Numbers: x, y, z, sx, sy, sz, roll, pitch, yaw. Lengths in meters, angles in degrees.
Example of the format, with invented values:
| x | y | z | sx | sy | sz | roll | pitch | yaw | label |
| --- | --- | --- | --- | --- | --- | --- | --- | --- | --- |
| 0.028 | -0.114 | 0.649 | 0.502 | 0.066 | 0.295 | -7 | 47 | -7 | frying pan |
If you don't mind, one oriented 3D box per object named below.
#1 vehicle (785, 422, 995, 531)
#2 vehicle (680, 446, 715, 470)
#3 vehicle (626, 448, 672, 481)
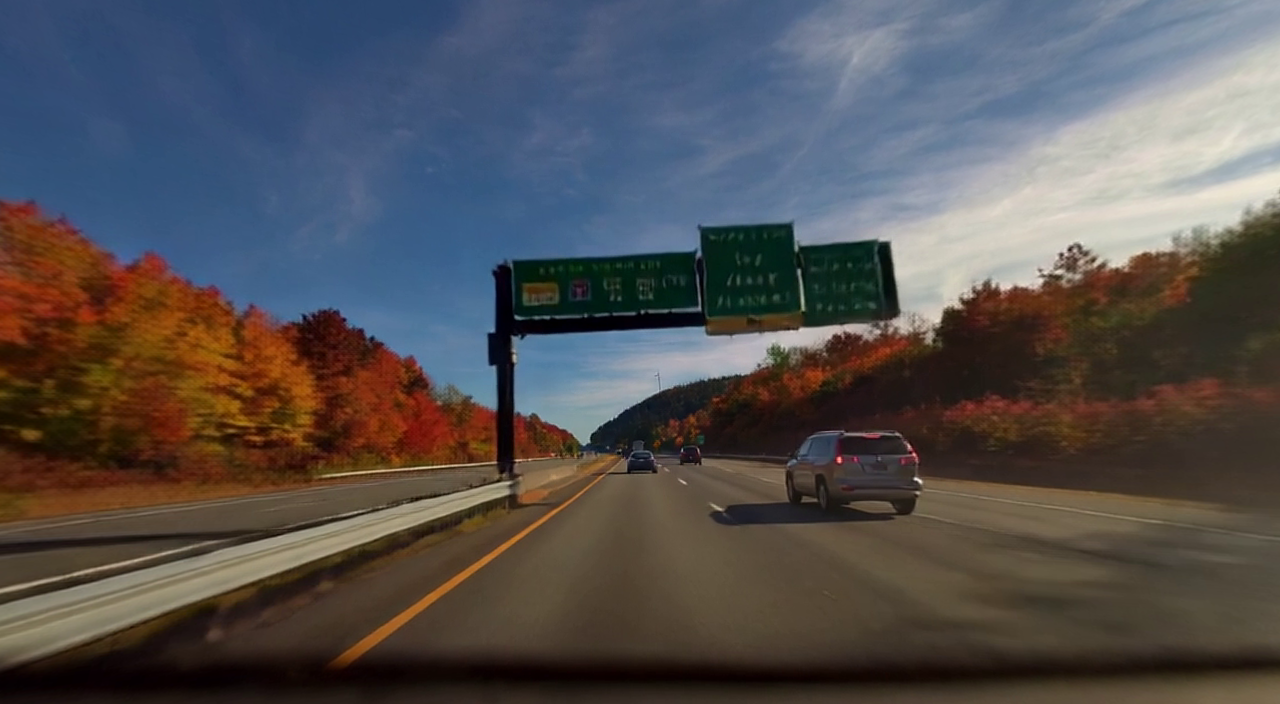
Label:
| x | y | z | sx | sy | sz | roll | pitch | yaw | label |
| --- | --- | --- | --- | --- | --- | --- | --- | --- | --- |
| 4.522 | 2.347 | 12.291 | 2.250 | 1.718 | 4.358 | 0 | -9 | -1 | vehicle |
| 3.881 | 7.275 | 43.115 | 1.959 | 1.528 | 4.207 | 0 | -9 | -1 | vehicle |
| 0.376 | 5.246 | 29.493 | 2.037 | 1.418 | 3.793 | 0 | -9 | -1 | vehicle |
